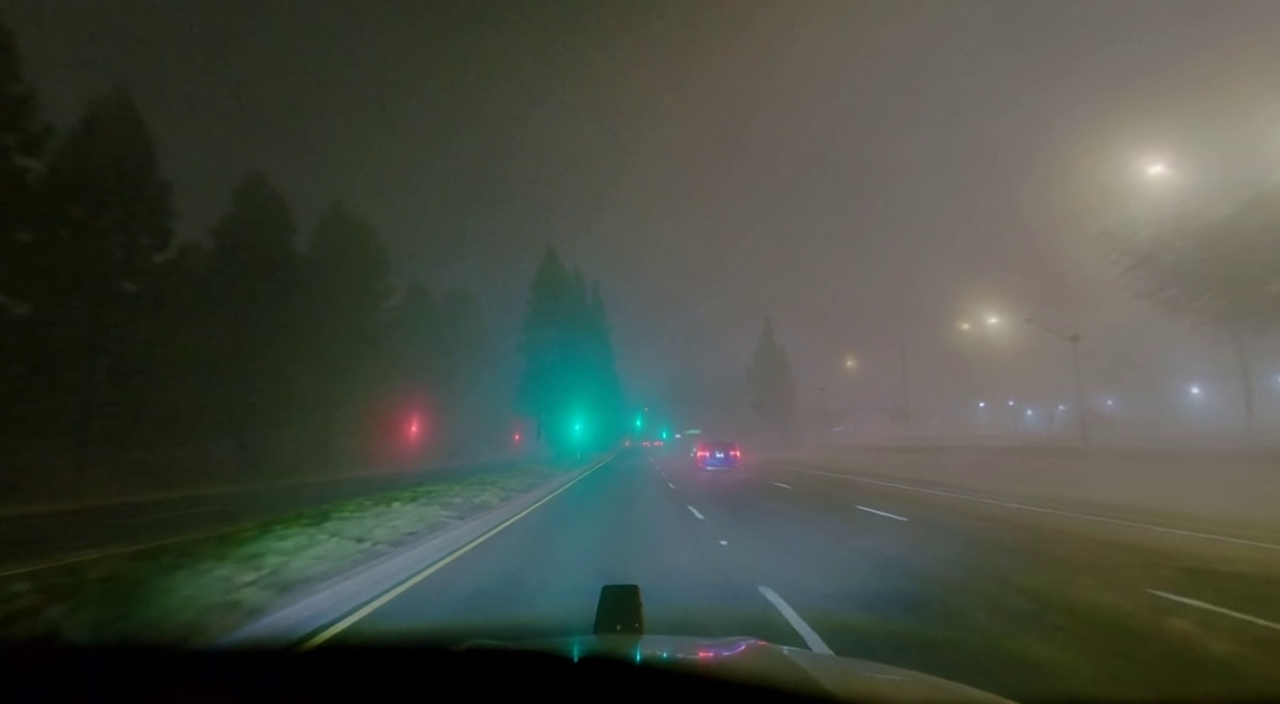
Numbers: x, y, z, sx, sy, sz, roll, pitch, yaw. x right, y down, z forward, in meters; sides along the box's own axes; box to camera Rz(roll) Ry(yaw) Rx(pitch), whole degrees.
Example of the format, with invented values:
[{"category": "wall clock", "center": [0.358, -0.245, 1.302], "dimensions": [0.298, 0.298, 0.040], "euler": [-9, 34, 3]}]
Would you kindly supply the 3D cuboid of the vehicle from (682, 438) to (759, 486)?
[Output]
[{"category": "vehicle", "center": [2.663, 3.760, 21.922], "dimensions": [2.056, 1.483, 4.091], "euler": [0, -8, -1]}]
